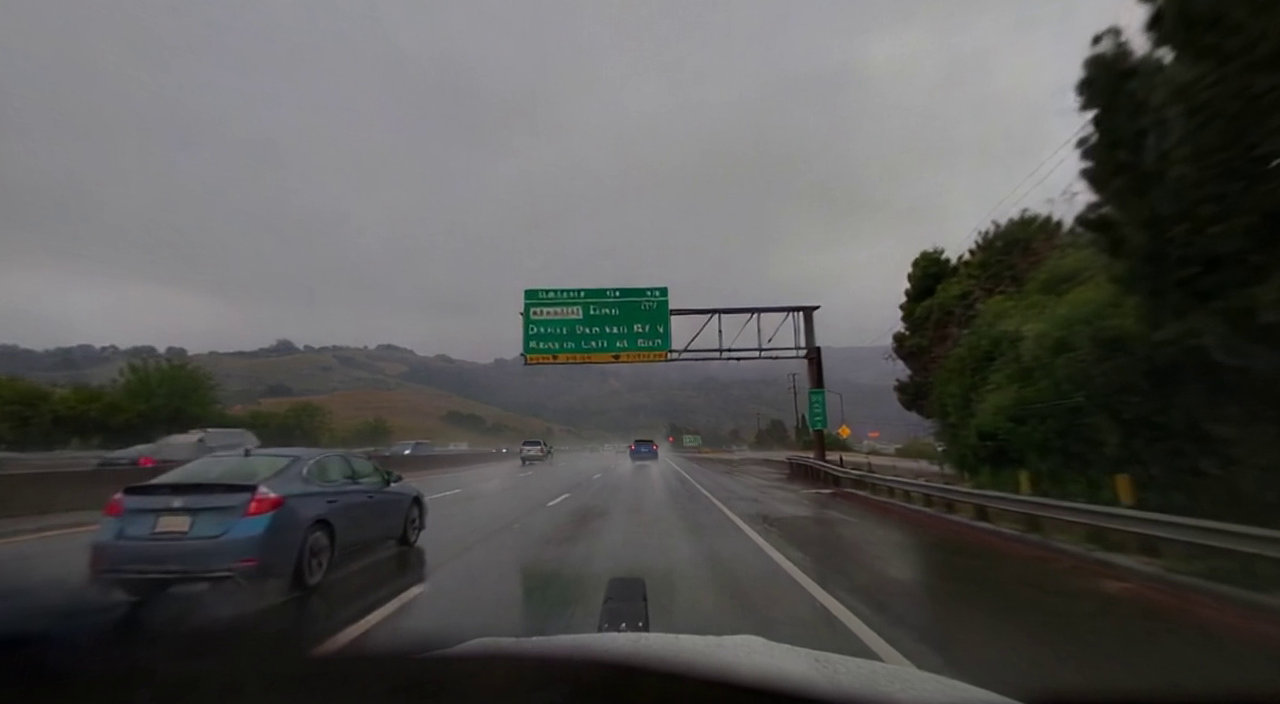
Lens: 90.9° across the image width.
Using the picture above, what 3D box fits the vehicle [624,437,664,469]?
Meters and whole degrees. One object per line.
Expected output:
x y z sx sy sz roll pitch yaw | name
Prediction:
0.200 5.900 36.904 2.194 1.737 4.127 0 -8 -1 | vehicle

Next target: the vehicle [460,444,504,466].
-11.121 7.254 44.666 1.938 1.480 4.329 0 -8 1 | vehicle

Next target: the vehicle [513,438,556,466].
-7.182 6.891 43.532 2.091 1.775 4.601 0 -8 1 | vehicle

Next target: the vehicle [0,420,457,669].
-3.572 1.553 6.373 1.967 1.517 4.808 0 -8 1 | vehicle
